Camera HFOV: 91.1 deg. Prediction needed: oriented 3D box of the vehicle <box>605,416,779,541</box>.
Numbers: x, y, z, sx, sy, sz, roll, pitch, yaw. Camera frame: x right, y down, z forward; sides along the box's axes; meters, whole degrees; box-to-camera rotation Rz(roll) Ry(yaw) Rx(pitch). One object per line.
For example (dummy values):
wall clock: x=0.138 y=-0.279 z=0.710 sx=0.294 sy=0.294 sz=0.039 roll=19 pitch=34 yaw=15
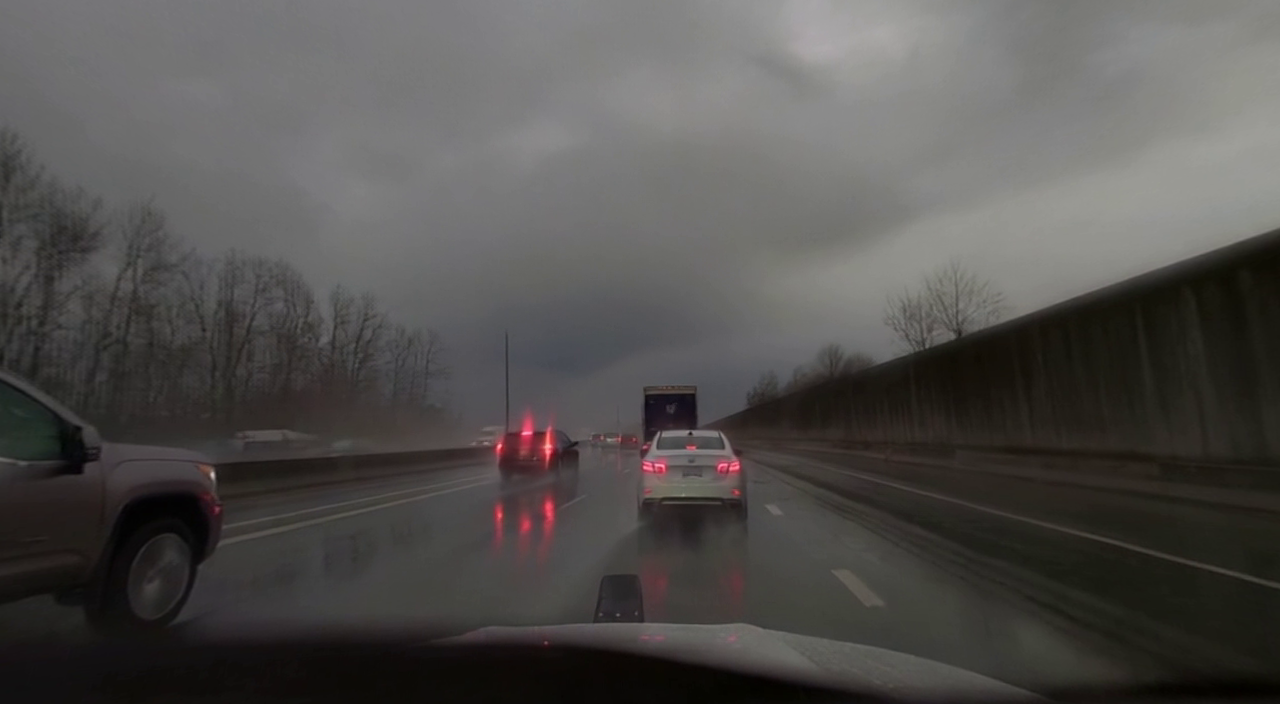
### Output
vehicle: x=0.805 y=1.804 z=9.720 sx=2.089 sy=1.485 sz=4.153 roll=-1 pitch=-8 yaw=5

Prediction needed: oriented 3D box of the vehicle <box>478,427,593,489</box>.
vehicle: x=-2.676 y=2.834 z=17.281 sx=2.087 sy=1.457 sz=4.313 roll=-1 pitch=-8 yaw=5

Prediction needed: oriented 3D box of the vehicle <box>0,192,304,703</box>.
vehicle: x=-4.160 y=0.413 z=2.249 sx=2.386 sy=2.435 sz=5.831 roll=-1 pitch=-8 yaw=4
